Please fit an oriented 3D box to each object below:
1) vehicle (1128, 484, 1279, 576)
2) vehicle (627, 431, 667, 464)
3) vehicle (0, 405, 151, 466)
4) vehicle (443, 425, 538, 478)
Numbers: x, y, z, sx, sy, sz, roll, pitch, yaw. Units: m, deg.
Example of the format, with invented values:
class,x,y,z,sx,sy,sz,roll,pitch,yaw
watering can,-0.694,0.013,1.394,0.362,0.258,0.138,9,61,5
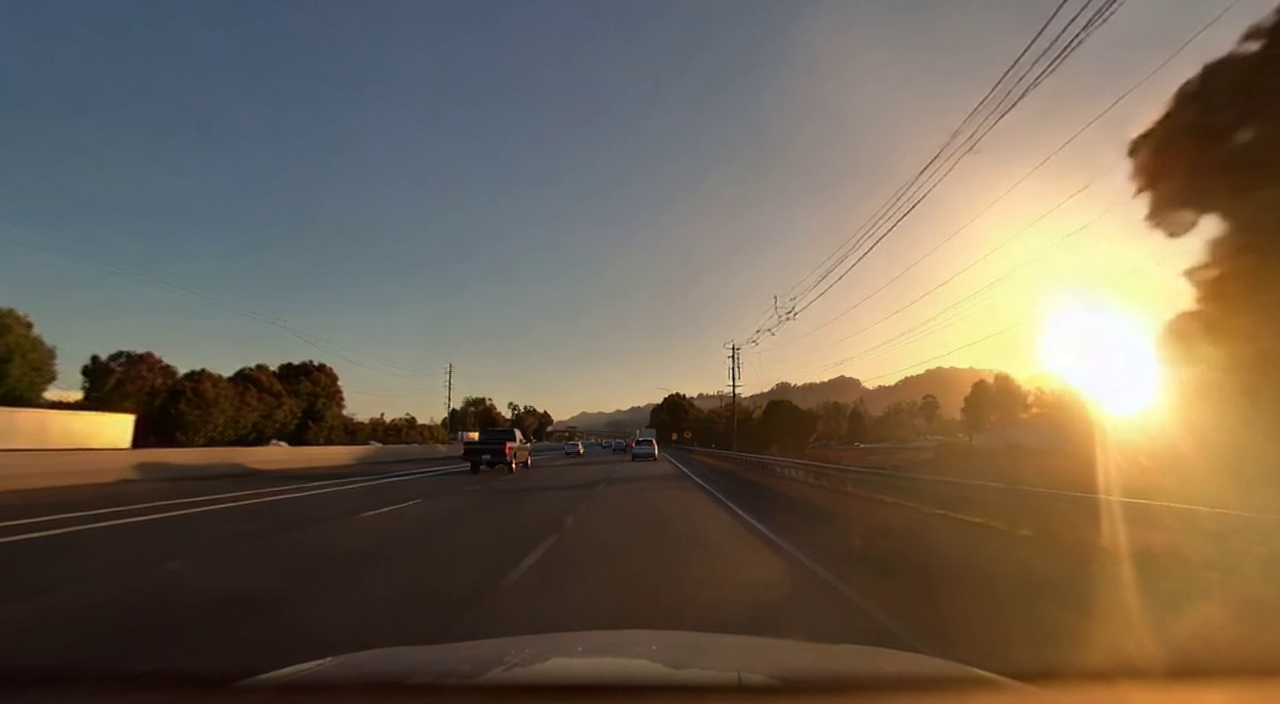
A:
class,x,y,z,sx,sy,sz,roll,pitch,yaw
vehicle,26.620,7.950,29.034,2.975,3.291,6.400,0,-8,-1
vehicle,0.442,6.195,41.076,2.448,2.025,5.193,0,-8,1
vehicle,-40.274,5.911,44.271,2.866,3.719,10.874,0,-8,2
vehicle,-6.245,4.259,27.345,2.460,1.992,6.474,0,-8,1
